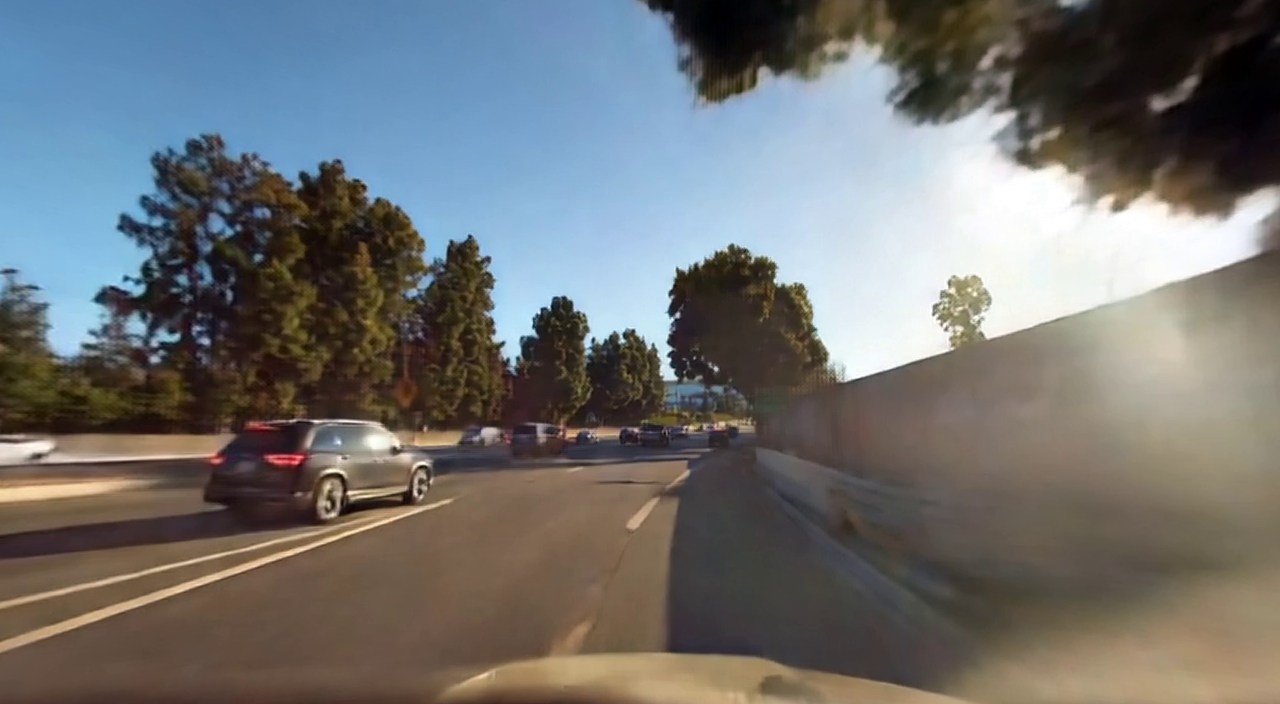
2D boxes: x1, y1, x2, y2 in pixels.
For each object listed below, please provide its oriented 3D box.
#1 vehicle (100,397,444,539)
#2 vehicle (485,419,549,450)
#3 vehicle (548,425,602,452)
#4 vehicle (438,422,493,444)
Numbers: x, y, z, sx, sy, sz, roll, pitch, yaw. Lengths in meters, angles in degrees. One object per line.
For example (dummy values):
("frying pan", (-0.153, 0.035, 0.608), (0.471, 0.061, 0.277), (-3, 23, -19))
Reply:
("vehicle", (-5.115, 1.676, 9.828), (2.082, 1.638, 4.644), (-1, -8, 9))
("vehicle", (-7.364, 5.024, 38.312), (2.089, 1.736, 4.662), (-2, -8, 12))
("vehicle", (-3.732, 5.061, 37.031), (1.860, 1.442, 4.332), (-2, -8, 12))
("vehicle", (-13.467, 6.349, 49.111), (1.955, 1.596, 4.917), (-2, -8, 14))
